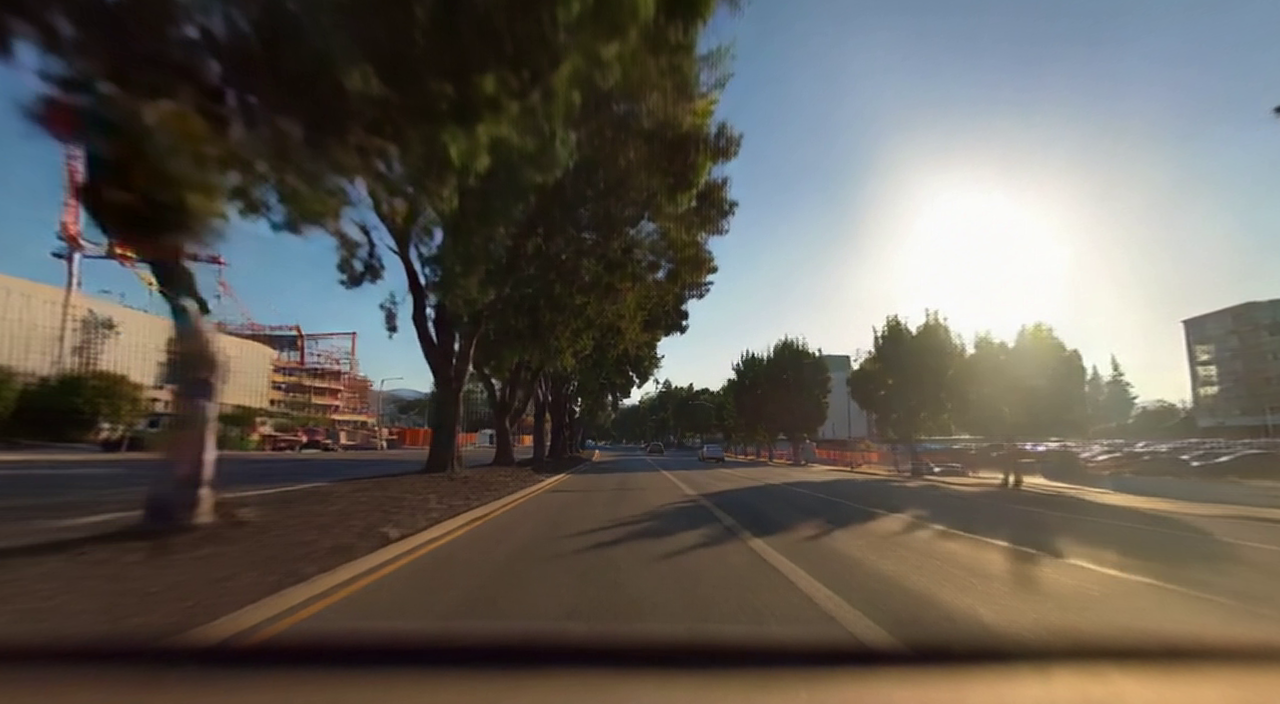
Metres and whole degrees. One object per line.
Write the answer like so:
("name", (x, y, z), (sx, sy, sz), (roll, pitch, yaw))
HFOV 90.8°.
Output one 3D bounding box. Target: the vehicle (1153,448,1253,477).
("vehicle", (36.708, 7.178, 41.242), (4.623, 1.714, 2.066), (-8, -12, 43))
